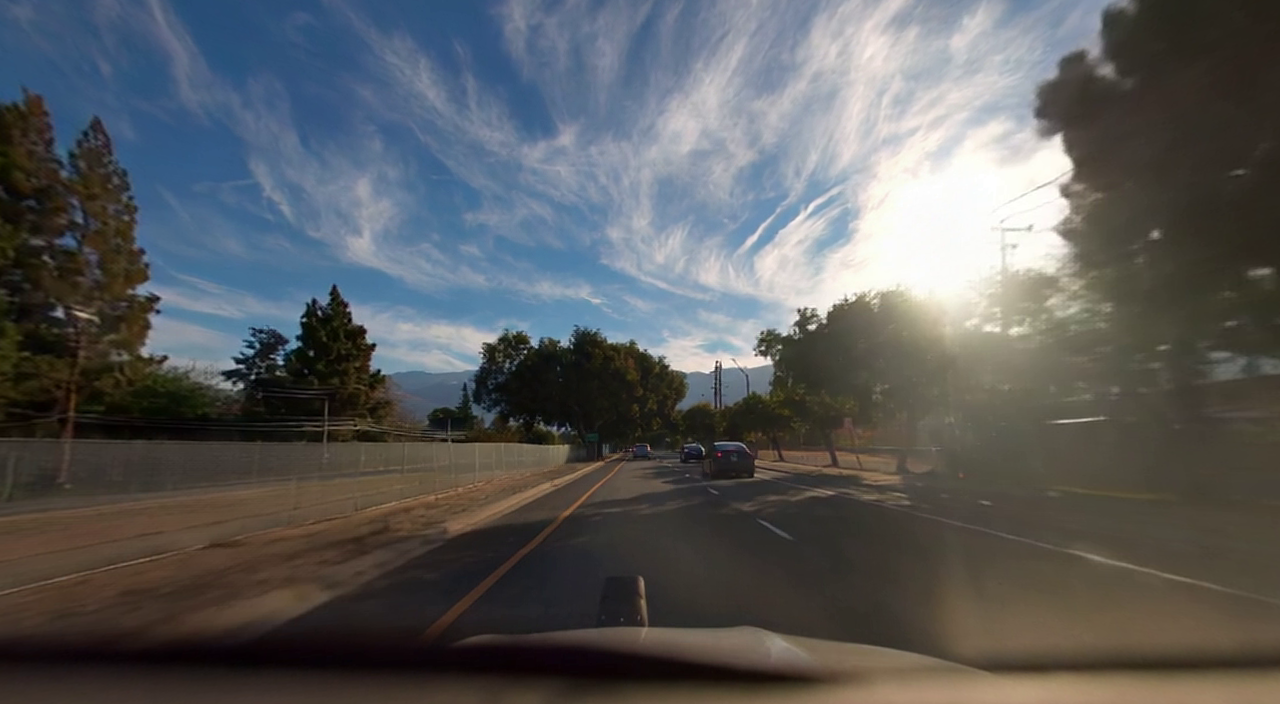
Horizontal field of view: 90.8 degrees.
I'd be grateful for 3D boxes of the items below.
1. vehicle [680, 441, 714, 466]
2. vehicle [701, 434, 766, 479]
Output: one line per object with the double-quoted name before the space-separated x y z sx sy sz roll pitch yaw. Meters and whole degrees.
"vehicle" 4.017 7.223 44.879 2.012 1.653 4.115 0 -9 0
"vehicle" 4.081 4.685 28.453 2.112 1.825 4.574 0 -9 -1
